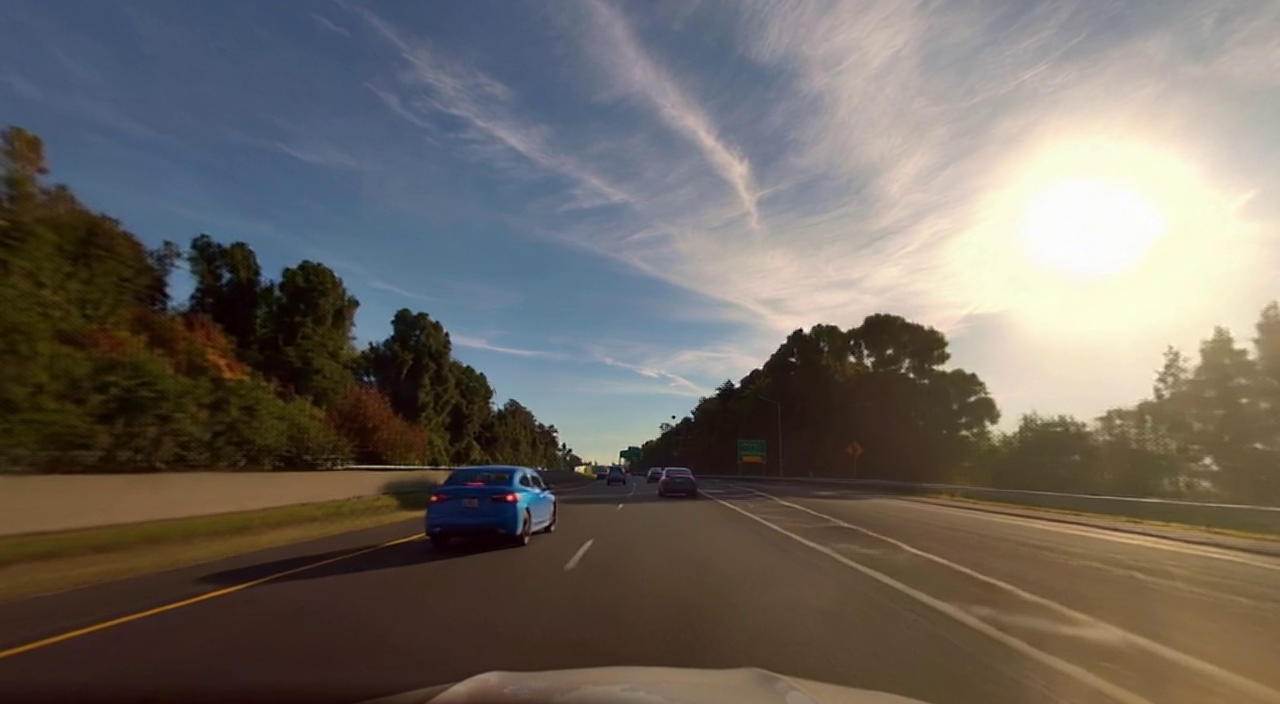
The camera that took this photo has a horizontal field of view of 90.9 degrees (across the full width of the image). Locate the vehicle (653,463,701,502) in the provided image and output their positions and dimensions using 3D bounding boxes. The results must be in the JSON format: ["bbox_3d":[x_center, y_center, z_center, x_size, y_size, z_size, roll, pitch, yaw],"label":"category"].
[{"bbox_3d":[1.568,5.686,27.690,1.905,1.559,3.491,1,-10,0],"label":"vehicle"}]

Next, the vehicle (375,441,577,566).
[{"bbox_3d":[-2.526,2.547,11.195,2.176,1.678,4.724,0,-10,1],"label":"vehicle"}]
